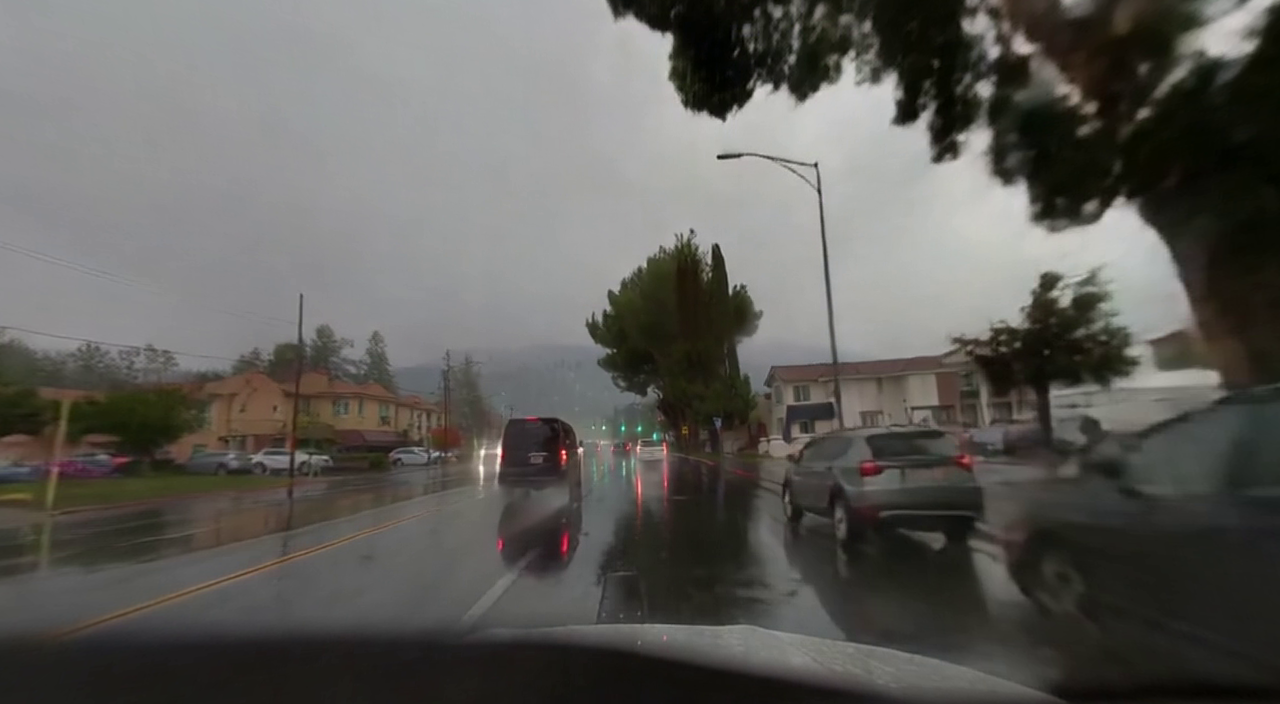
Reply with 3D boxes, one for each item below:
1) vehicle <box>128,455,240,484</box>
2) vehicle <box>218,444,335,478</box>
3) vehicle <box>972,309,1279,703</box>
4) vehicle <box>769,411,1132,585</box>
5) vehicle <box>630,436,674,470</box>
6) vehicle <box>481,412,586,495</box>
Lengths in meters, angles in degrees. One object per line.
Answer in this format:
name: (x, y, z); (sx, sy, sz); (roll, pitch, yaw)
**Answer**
vehicle: (-26.479, 6.796, 36.779); (4.926, 1.571, 1.941); (0, -8, -1)
vehicle: (-24.035, 7.199, 41.948); (6.055, 2.148, 2.690); (0, -8, -1)
vehicle: (3.718, 0.744, 2.531); (2.090, 1.861, 4.805); (0, -8, -1)
vehicle: (3.513, 1.770, 8.705); (2.049, 1.631, 5.292); (0, -8, -4)
vehicle: (0.580, 5.254, 33.020); (2.126, 1.657, 4.132); (0, -8, 0)
vehicle: (-2.946, 2.993, 18.851); (2.213, 2.123, 5.124); (0, -8, 0)
